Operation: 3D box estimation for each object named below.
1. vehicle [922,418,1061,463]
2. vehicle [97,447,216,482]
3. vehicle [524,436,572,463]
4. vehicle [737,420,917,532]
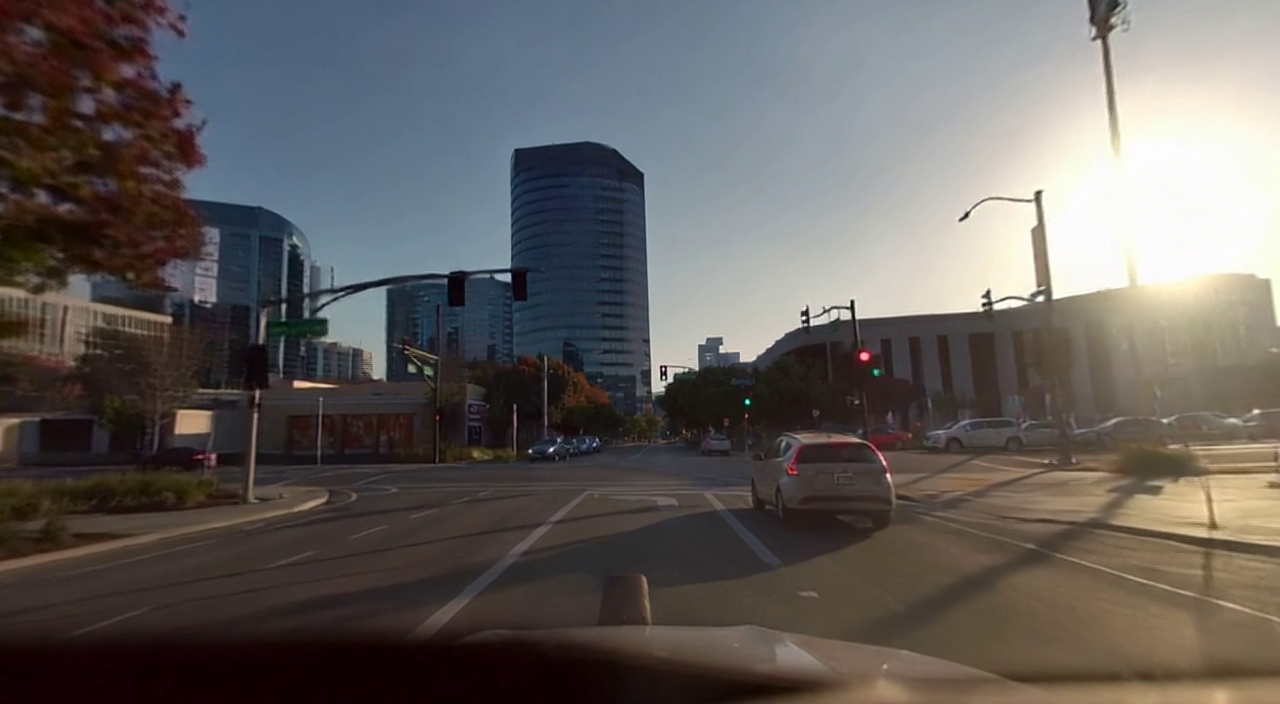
[{"bbox_3d":[14.657,3.738,26.519,4.611,1.778,1.939,0,-8,0],"label":"vehicle"},{"bbox_3d":[-22.715,5.262,29.725,4.037,1.562,2.099,-1,-8,8],"label":"vehicle"},{"bbox_3d":[-6.071,6.523,42.189,1.972,1.693,4.516,-2,-8,8],"label":"vehicle"},{"bbox_3d":[2.968,2.052,10.955,1.947,1.576,3.825,0,-8,0],"label":"vehicle"}]
